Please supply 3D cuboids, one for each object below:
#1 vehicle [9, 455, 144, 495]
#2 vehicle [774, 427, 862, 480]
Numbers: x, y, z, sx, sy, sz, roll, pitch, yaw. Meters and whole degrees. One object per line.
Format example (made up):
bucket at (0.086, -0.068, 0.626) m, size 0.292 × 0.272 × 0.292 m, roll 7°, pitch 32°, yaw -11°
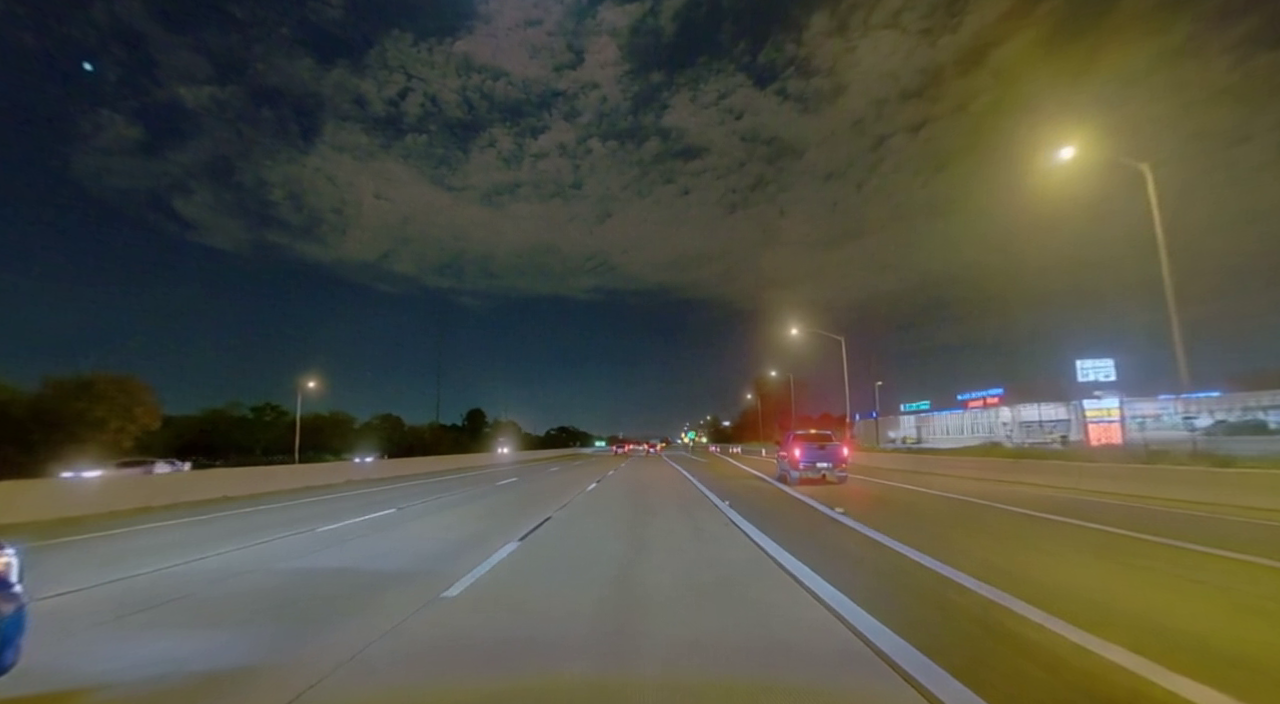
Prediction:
vehicle at (-27.804, 6.039, 31.406) m, size 2.055 × 1.755 × 4.912 m, roll 0°, pitch -8°, yaw 1°
vehicle at (6.853, 3.988, 24.956) m, size 2.186 × 1.840 × 5.289 m, roll -1°, pitch -8°, yaw 3°
